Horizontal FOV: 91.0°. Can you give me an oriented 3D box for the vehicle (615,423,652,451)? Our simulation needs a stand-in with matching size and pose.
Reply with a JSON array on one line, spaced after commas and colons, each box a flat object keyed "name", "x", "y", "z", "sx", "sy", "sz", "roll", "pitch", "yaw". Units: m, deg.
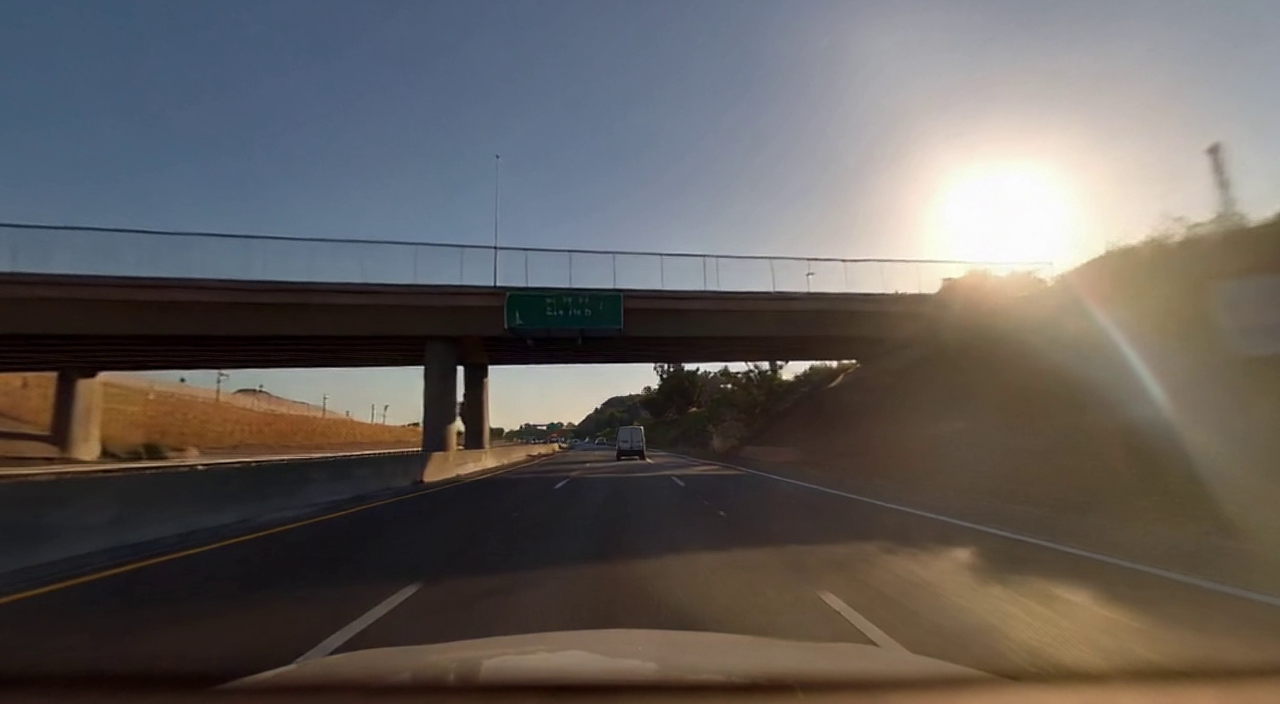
[{"name": "vehicle", "x": -0.488, "y": 5.440, "z": 40.319, "sx": 2.157, "sy": 1.647, "sz": 4.524, "roll": 0, "pitch": -8, "yaw": -3}]
